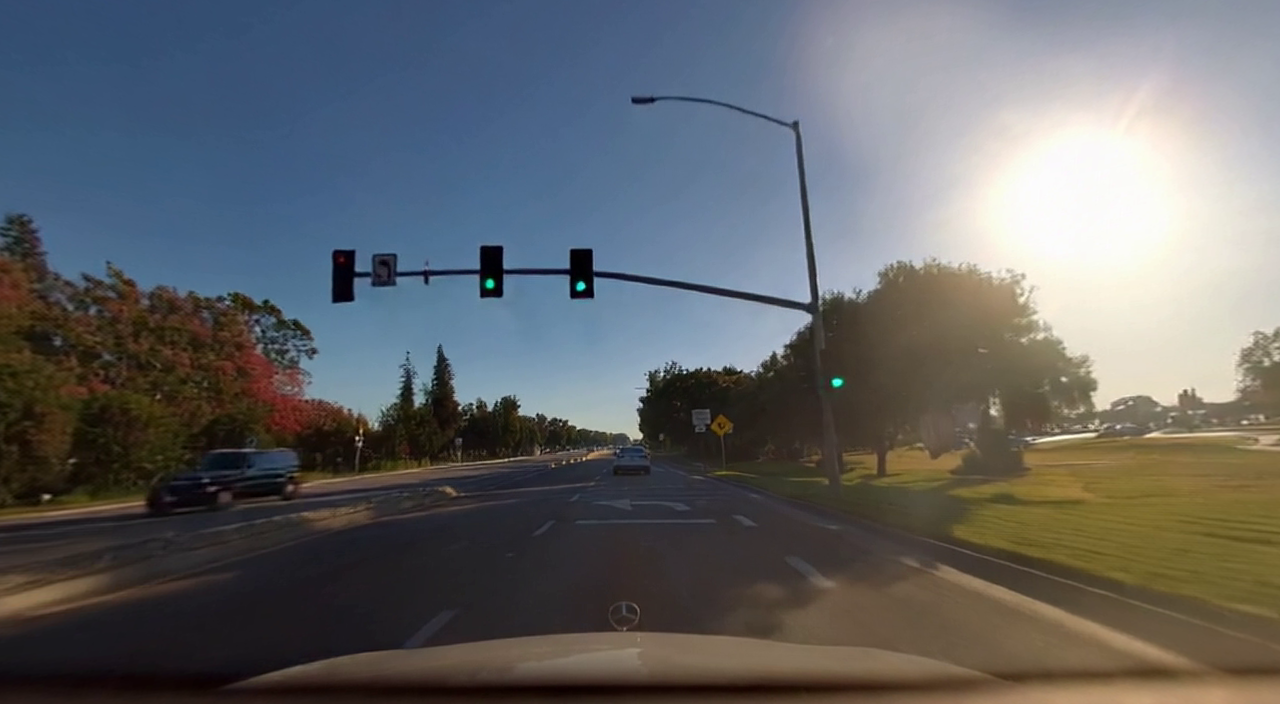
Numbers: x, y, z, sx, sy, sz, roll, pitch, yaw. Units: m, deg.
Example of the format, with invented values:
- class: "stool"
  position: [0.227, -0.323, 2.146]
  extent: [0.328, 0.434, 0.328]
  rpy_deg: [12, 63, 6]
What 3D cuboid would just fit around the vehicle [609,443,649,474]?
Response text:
- class: "vehicle"
  position: [-0.584, 5.502, 32.741]
  extent: [1.954, 1.469, 3.465]
  rpy_deg: [0, -8, -1]
